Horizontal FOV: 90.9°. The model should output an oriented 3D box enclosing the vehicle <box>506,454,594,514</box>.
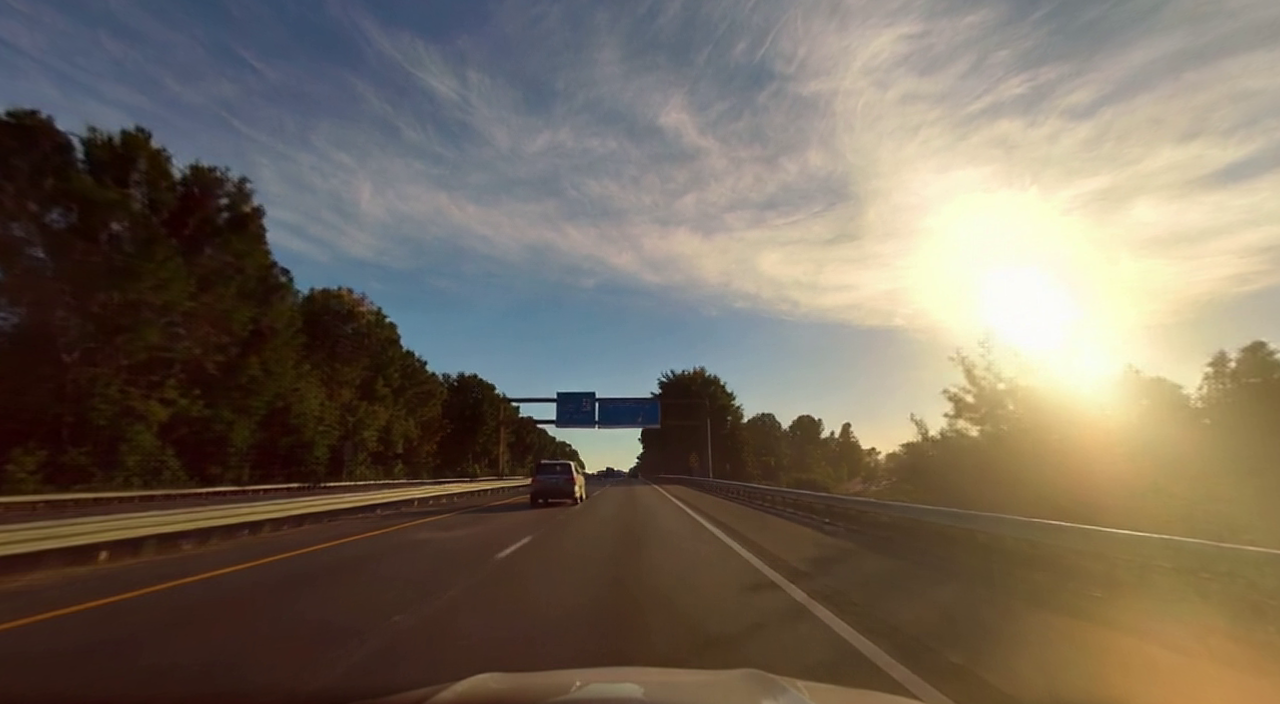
[{"bbox_3d":[-2.777,4.263,20.612,2.107,1.668,4.554,1,-11,1],"label":"vehicle"}]
